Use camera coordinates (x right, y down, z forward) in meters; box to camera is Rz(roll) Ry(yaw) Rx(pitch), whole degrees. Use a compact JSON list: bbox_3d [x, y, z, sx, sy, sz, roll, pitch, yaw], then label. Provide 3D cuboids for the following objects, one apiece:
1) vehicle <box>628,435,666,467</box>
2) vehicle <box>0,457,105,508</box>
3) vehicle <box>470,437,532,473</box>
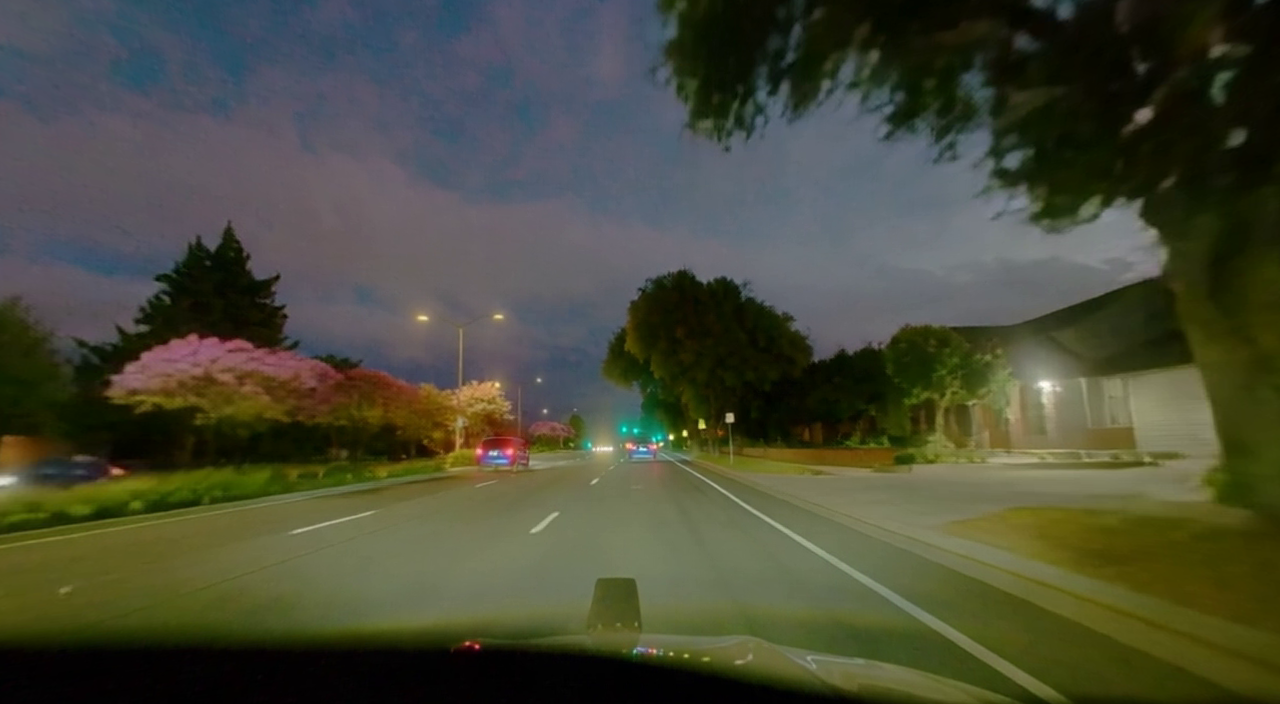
[{"bbox_3d":[0.420,5.817,37.328,2.070,1.764,4.552,0,-9,1],"label":"vehicle"},{"bbox_3d":[-20.764,4.281,20.933,1.877,1.507,4.722,0,-9,0],"label":"vehicle"},{"bbox_3d":[-6.838,5.135,31.627,1.993,1.657,4.487,0,-9,1],"label":"vehicle"}]
